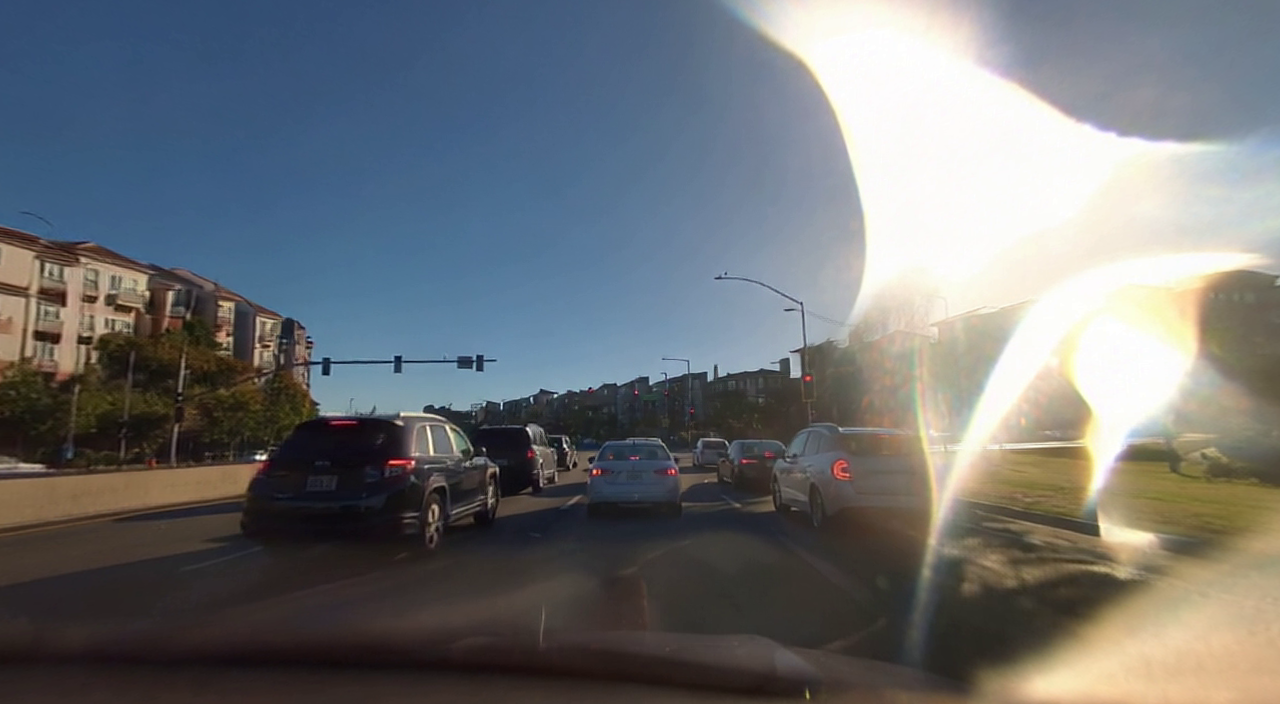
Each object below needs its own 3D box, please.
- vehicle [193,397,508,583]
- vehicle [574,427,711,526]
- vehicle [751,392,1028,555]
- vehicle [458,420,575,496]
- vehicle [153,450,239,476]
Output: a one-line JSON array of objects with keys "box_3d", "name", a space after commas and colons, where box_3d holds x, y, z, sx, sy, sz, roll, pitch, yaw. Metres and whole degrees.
[{"box_3d": [-3.142, 1.587, 8.013, 1.912, 1.703, 4.261, 0, -8, 1], "name": "vehicle"}, {"box_3d": [0.029, 2.136, 11.317, 2.021, 1.461, 3.862, 0, -8, 0], "name": "vehicle"}, {"box_3d": [3.246, 1.715, 9.514, 2.141, 1.833, 4.704, 0, -8, -2], "name": "vehicle"}, {"box_3d": [-3.165, 2.849, 17.234, 2.117, 1.772, 4.619, 0, -8, 2], "name": "vehicle"}, {"box_3d": [-32.312, 8.038, 45.715, 5.234, 1.767, 2.028, -2, -9, 13], "name": "vehicle"}]
